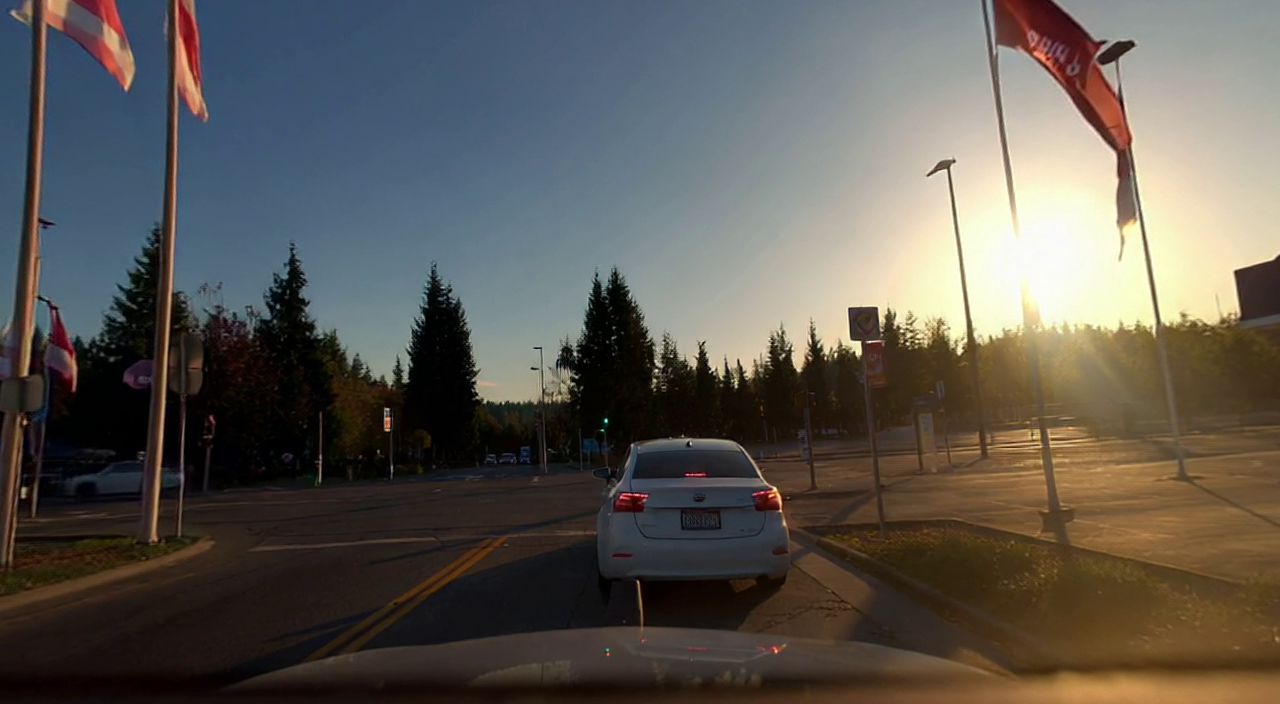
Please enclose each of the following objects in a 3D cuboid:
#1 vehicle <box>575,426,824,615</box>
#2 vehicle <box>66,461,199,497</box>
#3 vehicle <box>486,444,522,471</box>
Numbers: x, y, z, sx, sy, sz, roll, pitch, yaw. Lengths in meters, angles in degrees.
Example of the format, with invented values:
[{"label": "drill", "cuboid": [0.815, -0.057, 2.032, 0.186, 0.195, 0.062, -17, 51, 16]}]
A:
[{"label": "vehicle", "cuboid": [0.384, 1.621, 6.897, 1.985, 1.463, 3.647, 0, -9, -3]}, {"label": "vehicle", "cuboid": [-22.925, 5.724, 28.597, 4.278, 1.475, 1.804, 0, -9, -5]}, {"label": "vehicle", "cuboid": [-10.389, 8.100, 48.541, 2.212, 1.948, 4.537, 1, -9, -6]}]
